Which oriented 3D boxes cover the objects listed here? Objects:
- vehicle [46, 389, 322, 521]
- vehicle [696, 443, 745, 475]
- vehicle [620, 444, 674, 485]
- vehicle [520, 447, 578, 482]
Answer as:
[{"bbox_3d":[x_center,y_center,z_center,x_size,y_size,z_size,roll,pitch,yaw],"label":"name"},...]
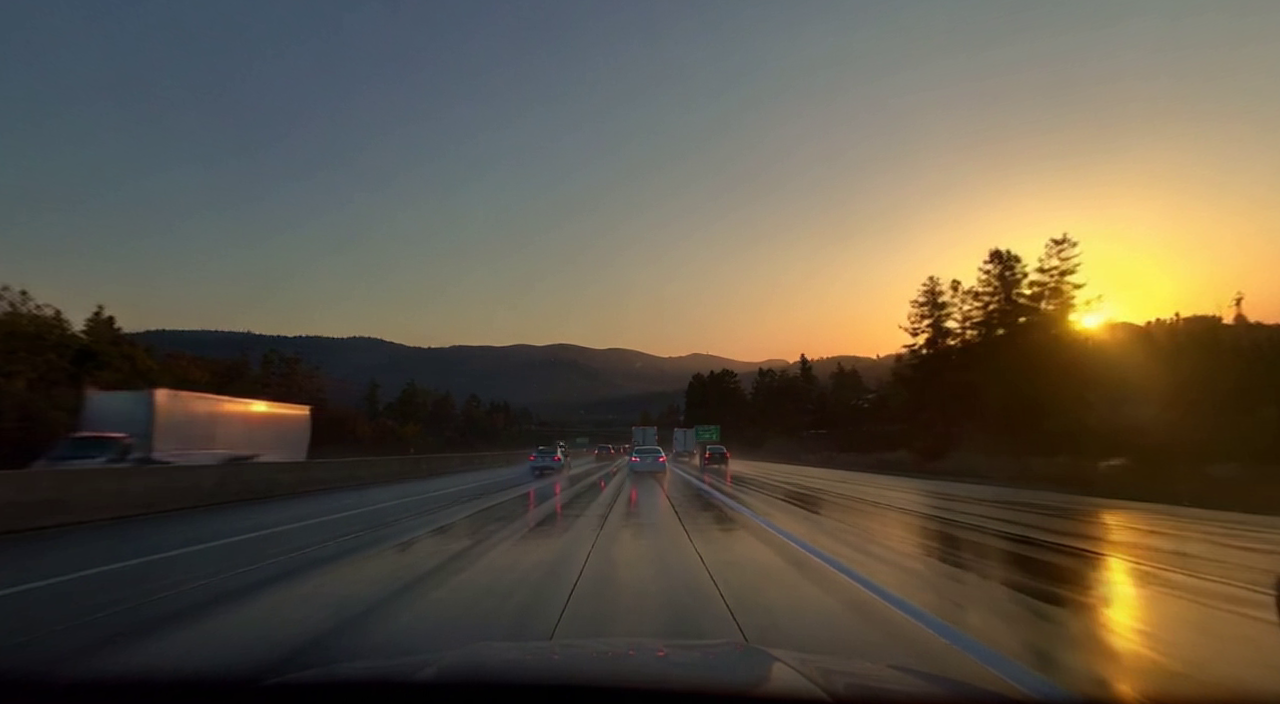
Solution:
[{"bbox_3d":[-12.661,2.992,18.472,2.653,3.121,6.846,-1,-9,3],"label":"vehicle"},{"bbox_3d":[4.294,5.789,34.053,2.018,1.639,4.149,0,-9,-1],"label":"vehicle"},{"bbox_3d":[0.256,4.573,25.797,2.015,1.526,4.286,0,-9,0],"label":"vehicle"},{"bbox_3d":[-4.094,5.153,28.984,1.967,1.473,4.439,0,-9,1],"label":"vehicle"}]
